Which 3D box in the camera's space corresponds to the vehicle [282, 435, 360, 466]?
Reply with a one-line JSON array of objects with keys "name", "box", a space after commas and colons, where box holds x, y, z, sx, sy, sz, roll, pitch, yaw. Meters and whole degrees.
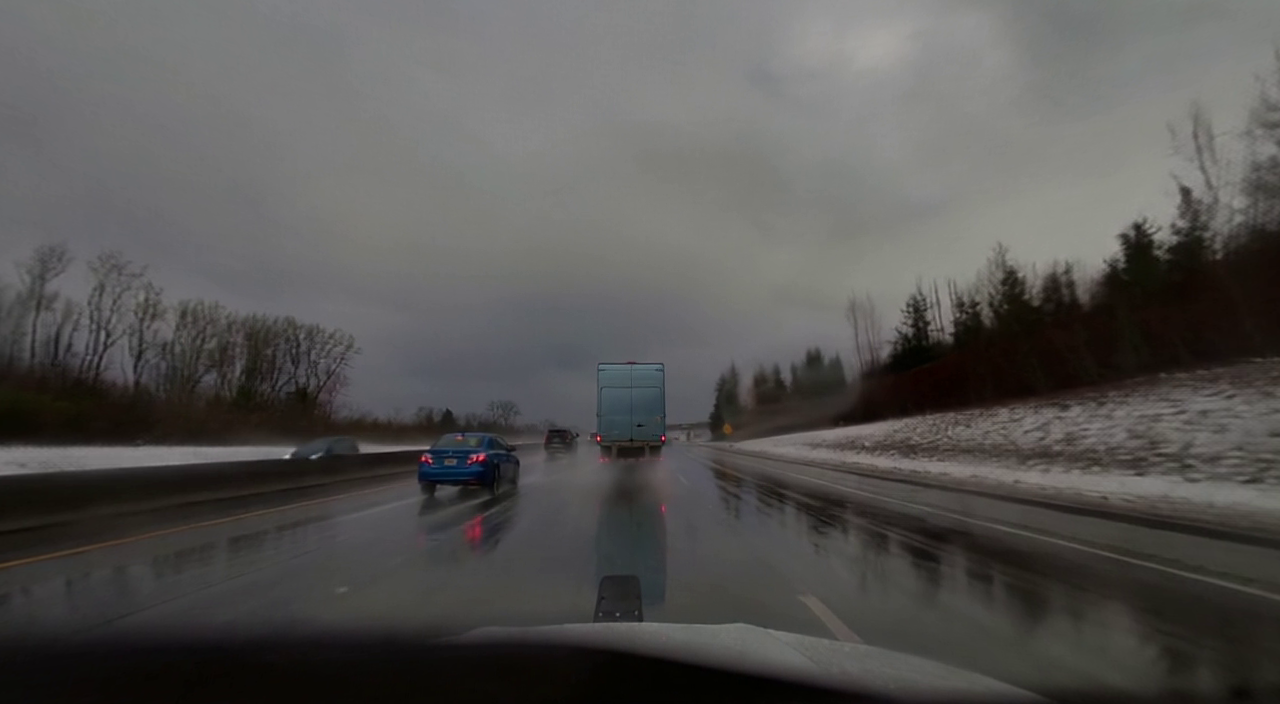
[{"name": "vehicle", "box": [-17.934, 5.548, 35.623, 1.992, 1.643, 4.609, 0, -8, 0]}]

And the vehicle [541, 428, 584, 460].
[{"name": "vehicle", "box": [-4.634, 5.566, 38.184, 2.019, 1.834, 4.644, 0, -8, 0]}]

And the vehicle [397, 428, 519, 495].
[{"name": "vehicle", "box": [-4.632, 2.828, 16.768, 1.931, 1.539, 4.441, 0, -8, 0]}]

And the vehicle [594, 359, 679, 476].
[{"name": "vehicle", "box": [-0.249, 2.928, 26.895, 2.953, 4.041, 10.072, 0, -8, -2]}]
